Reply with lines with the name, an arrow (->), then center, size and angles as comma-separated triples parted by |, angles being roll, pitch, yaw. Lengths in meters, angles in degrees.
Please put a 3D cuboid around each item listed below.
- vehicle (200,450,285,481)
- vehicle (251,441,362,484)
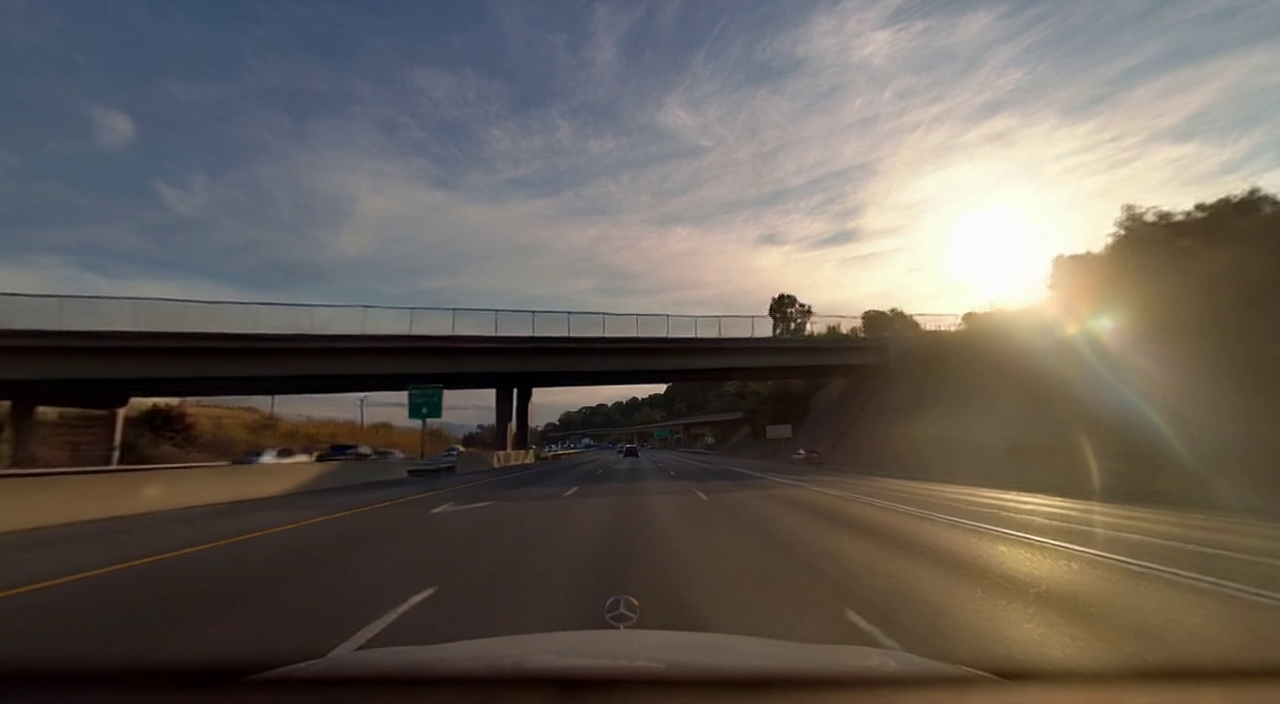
vehicle -> -23.395, 6.652, 37.412 | 2.055, 1.699, 4.683 | 0, -9, -1
vehicle -> -13.226, 4.388, 25.452 | 1.929, 1.532, 4.743 | 0, -9, 0
